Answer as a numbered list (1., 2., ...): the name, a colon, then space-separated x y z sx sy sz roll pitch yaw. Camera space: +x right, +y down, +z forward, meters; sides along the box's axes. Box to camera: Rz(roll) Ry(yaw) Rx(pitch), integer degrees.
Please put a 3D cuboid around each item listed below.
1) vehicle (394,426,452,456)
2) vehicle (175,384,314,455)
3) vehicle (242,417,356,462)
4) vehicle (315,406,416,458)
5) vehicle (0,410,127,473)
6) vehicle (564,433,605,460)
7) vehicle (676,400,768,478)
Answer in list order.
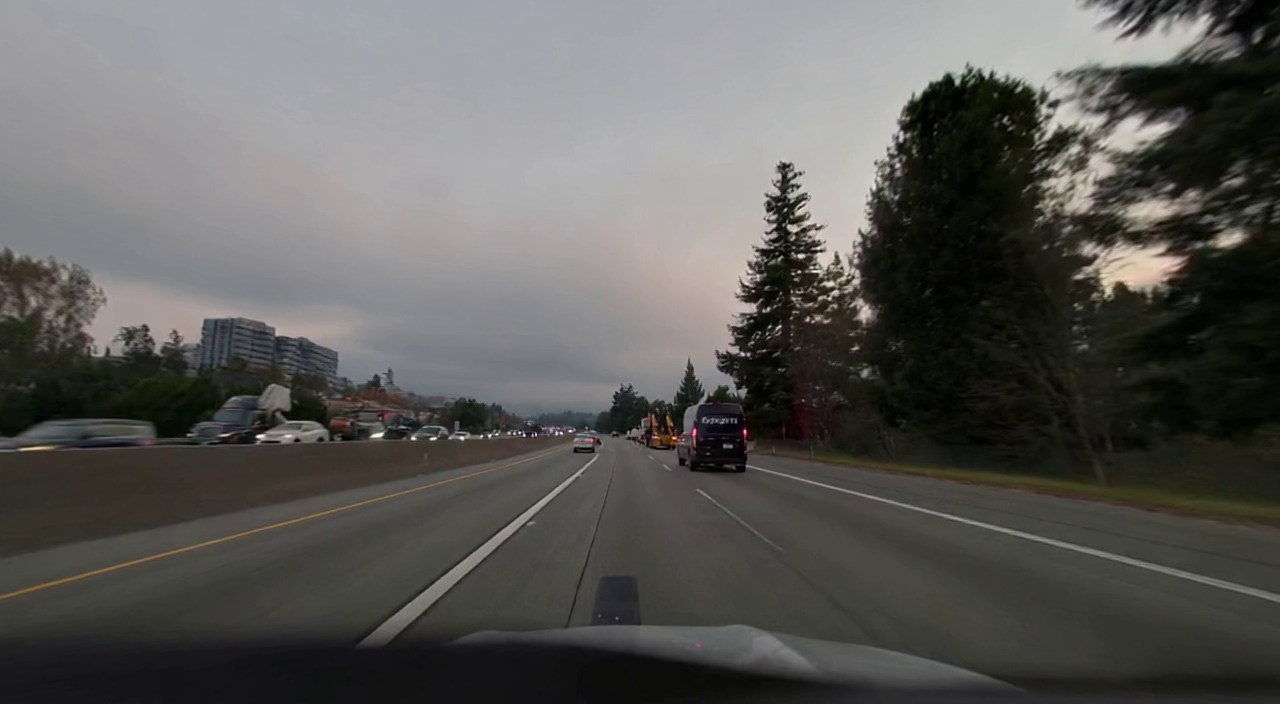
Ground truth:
1. vehicle: -12.191 5.034 35.673 1.883 1.546 4.149 0 -8 -2
2. vehicle: -23.016 4.122 37.446 2.994 3.779 8.255 0 -8 -1
3. vehicle: -15.050 3.908 28.273 2.387 1.839 5.110 0 -8 -2
4. vehicle: -15.341 4.574 35.834 2.663 2.619 7.101 0 -8 -1
5. vehicle: -18.861 2.828 19.954 1.857 1.778 3.999 0 -8 -2
6. vehicle: -3.249 5.631 37.693 2.217 1.502 4.222 0 -8 -2
7. vehicle: 2.839 3.226 23.472 2.386 2.509 5.880 0 -8 -3
